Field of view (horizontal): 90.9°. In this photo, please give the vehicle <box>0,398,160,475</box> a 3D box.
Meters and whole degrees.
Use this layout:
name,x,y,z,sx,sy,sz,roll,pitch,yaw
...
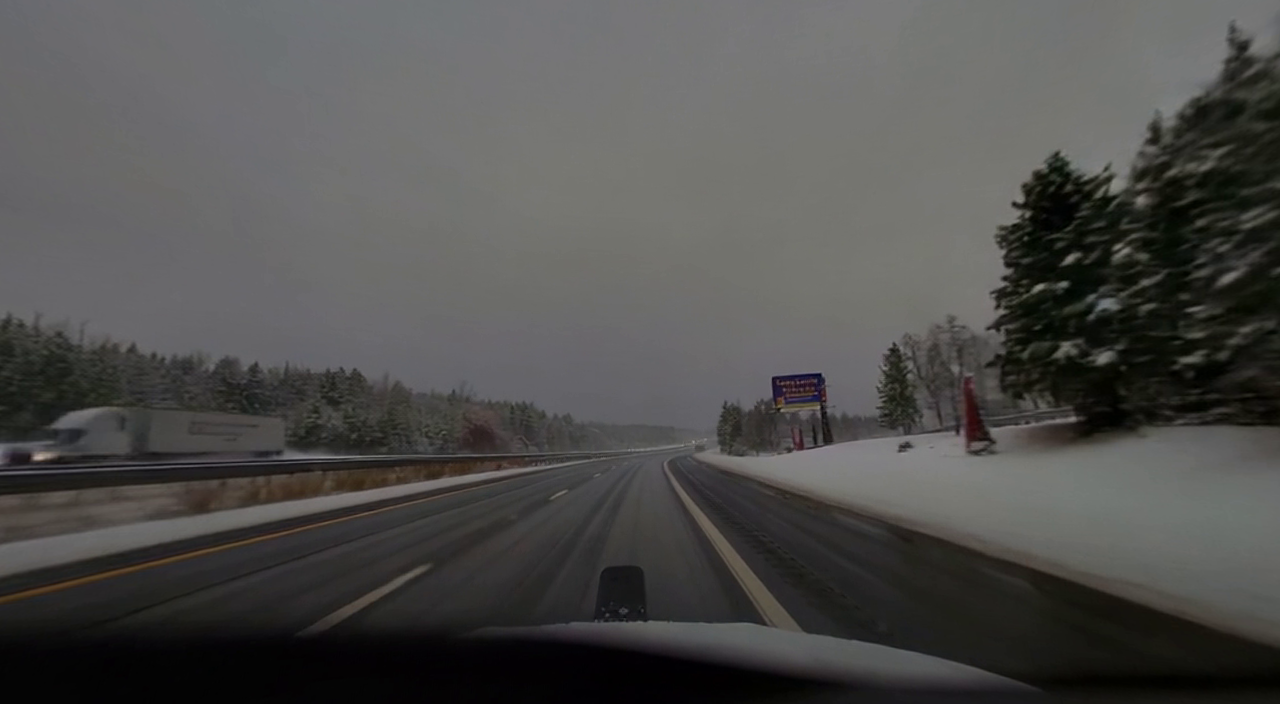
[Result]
name,x,y,z,sx,sy,sz,roll,pitch,yaw
vehicle,-32.388,4.943,36.635,3.016,4.003,7.217,-1,-8,2

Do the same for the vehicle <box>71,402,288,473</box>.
name,x,y,z,sx,sy,sz,roll,pitch,yaw
vehicle,-32.176,6.334,46.040,2.927,4.224,16.633,-1,-8,2
